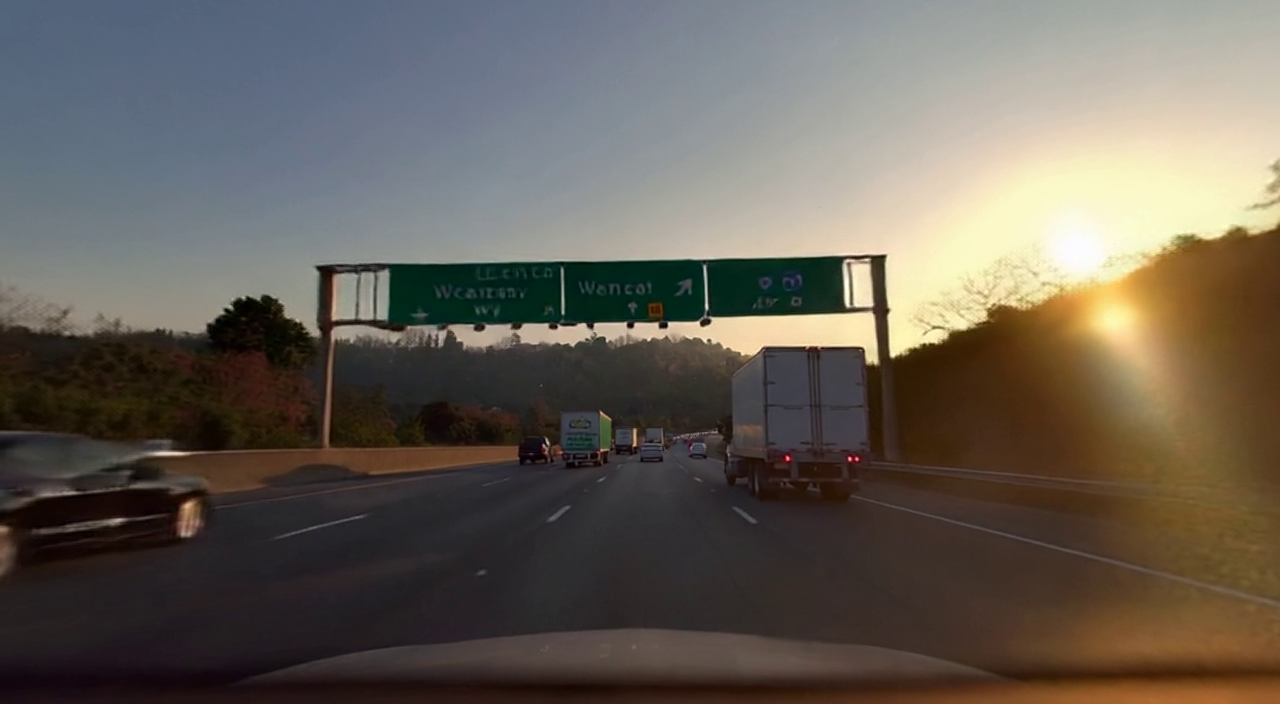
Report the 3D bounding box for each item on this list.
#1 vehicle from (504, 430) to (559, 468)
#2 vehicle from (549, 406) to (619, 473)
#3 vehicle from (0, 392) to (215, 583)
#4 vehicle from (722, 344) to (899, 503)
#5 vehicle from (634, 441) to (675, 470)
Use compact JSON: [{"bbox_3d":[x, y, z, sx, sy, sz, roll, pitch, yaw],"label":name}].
[{"bbox_3d":[-6.664,6.040,39.517,2.322,2.195,5.556,0,-9,2],"label":"vehicle"},{"bbox_3d":[-2.751,4.684,33.596,2.745,3.156,7.608,0,-9,2],"label":"vehicle"},{"bbox_3d":[-7.385,1.381,6.533,2.272,1.850,5.156,0,-9,1],"label":"vehicle"},{"bbox_3d":[4.224,2.113,17.691,2.895,3.484,7.631,0,-9,1],"label":"vehicle"},{"bbox_3d":[0.791,5.602,34.321,2.105,1.502,4.068,0,-9,1],"label":"vehicle"}]
